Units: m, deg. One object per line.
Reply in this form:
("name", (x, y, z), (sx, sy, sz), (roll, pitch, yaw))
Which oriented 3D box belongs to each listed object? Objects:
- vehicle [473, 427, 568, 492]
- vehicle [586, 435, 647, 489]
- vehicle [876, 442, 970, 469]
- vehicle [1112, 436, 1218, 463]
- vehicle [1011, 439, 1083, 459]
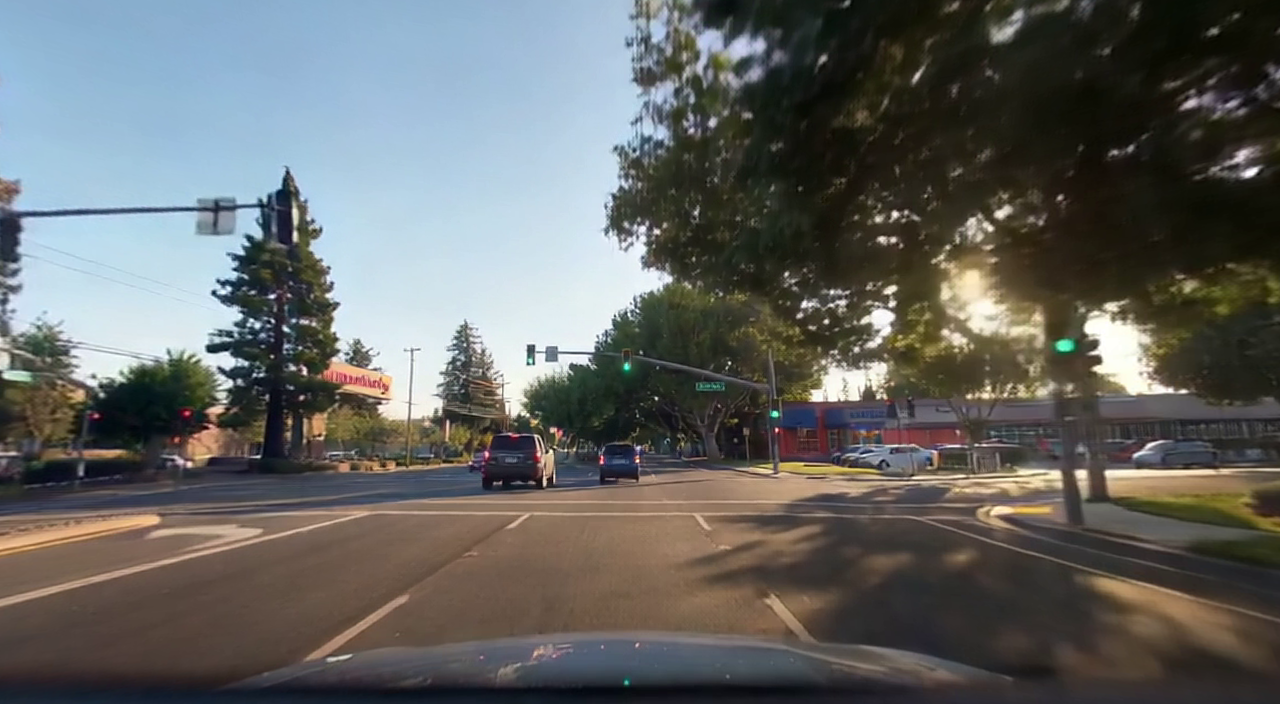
("vehicle", (-4.013, 3.749, 22.387), (2.252, 1.999, 5.605), (0, -8, 0))
("vehicle", (-0.814, 4.058, 23.664), (2.061, 1.809, 4.141), (0, -8, 0))
("vehicle", (18.789, 6.880, 42.135), (5.209, 1.743, 2.081), (0, -9, -1))
("vehicle", (31.556, 5.860, 38.072), (4.527, 1.513, 2.067), (-1, -8, -1))
("vehicle", (31.428, 7.492, 48.837), (4.347, 1.457, 1.785), (0, -8, -1))
